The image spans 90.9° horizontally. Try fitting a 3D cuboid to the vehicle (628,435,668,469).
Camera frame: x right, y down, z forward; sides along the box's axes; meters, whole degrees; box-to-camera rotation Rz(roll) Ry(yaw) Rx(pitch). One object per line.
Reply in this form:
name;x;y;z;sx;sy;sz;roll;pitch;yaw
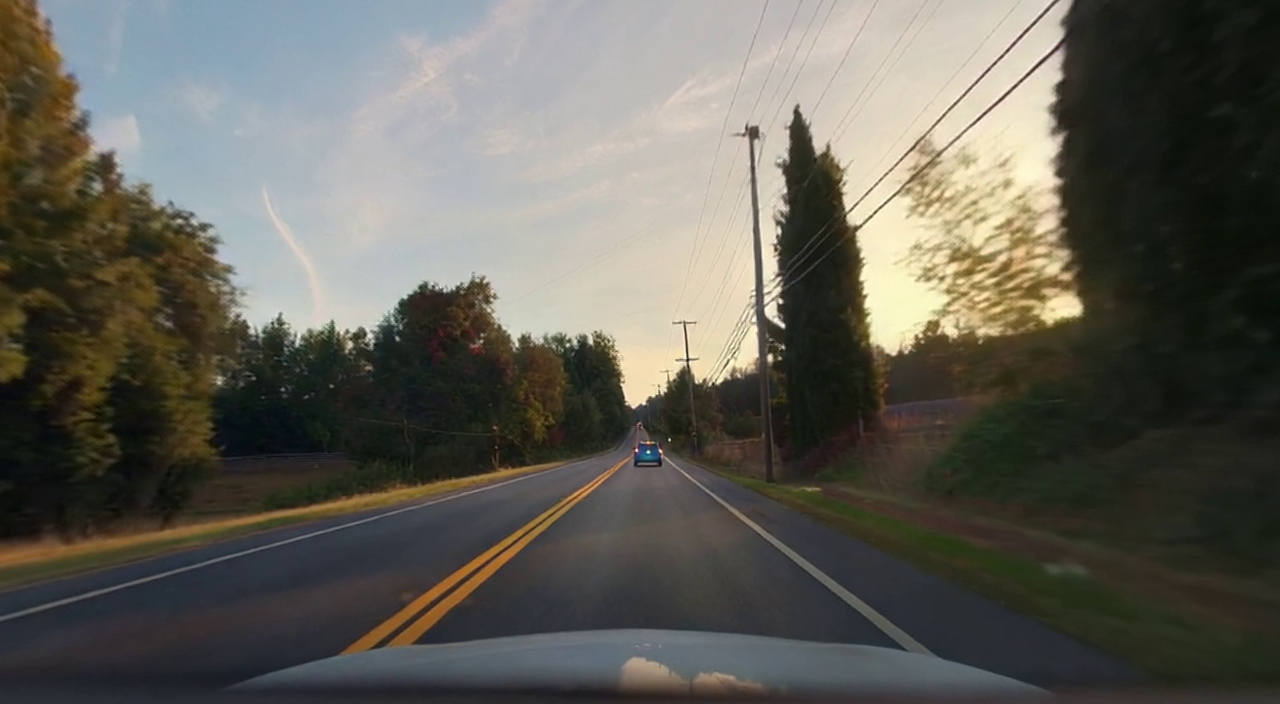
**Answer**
vehicle;0.511;6.570;41.651;2.468;2.056;4.422;0;-8;0
